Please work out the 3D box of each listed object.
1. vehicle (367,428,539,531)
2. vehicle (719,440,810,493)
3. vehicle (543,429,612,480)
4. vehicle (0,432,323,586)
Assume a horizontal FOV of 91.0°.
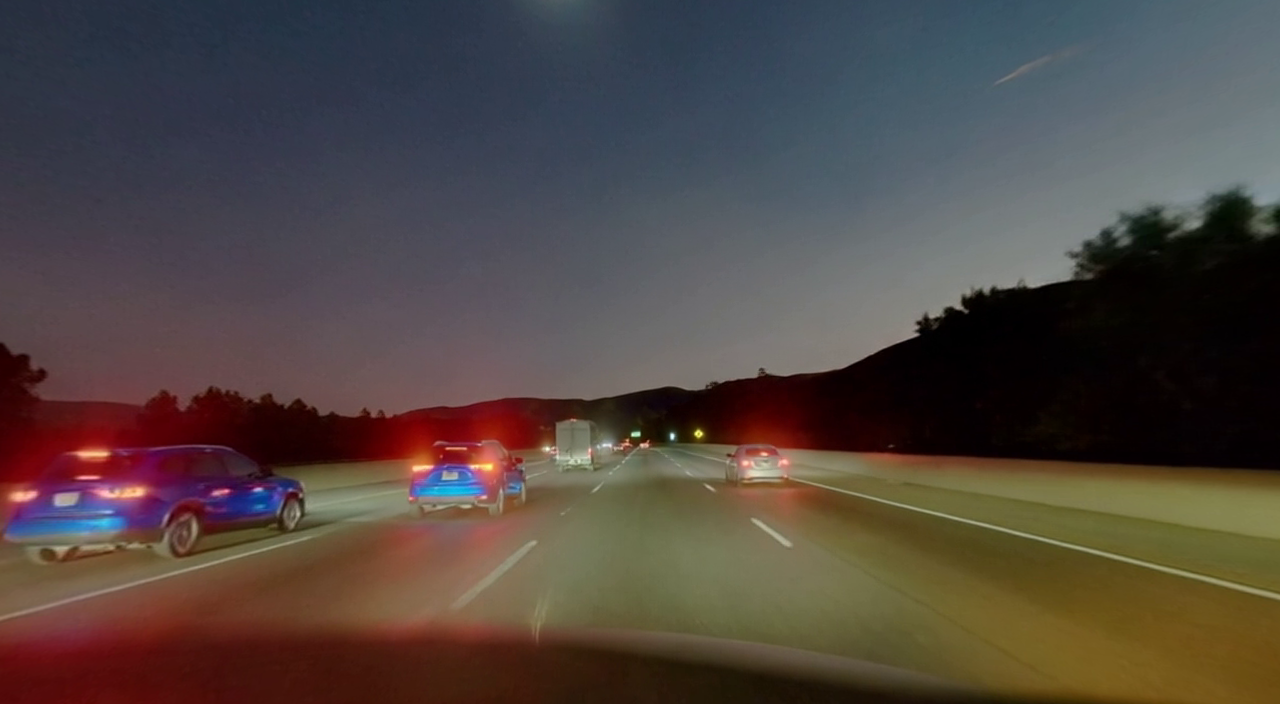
[{"bbox_3d":[-3.503,2.473,12.789,2.080,1.716,4.207,0,-8,2],"label":"vehicle"},{"bbox_3d":[4.044,3.795,21.321,2.071,1.570,4.637,0,-8,0],"label":"vehicle"},{"bbox_3d":[-2.769,4.774,29.492,2.494,2.136,5.539,0,-8,2],"label":"vehicle"},{"bbox_3d":[-6.913,2.040,9.179,2.084,1.639,4.648,0,-8,1],"label":"vehicle"}]
